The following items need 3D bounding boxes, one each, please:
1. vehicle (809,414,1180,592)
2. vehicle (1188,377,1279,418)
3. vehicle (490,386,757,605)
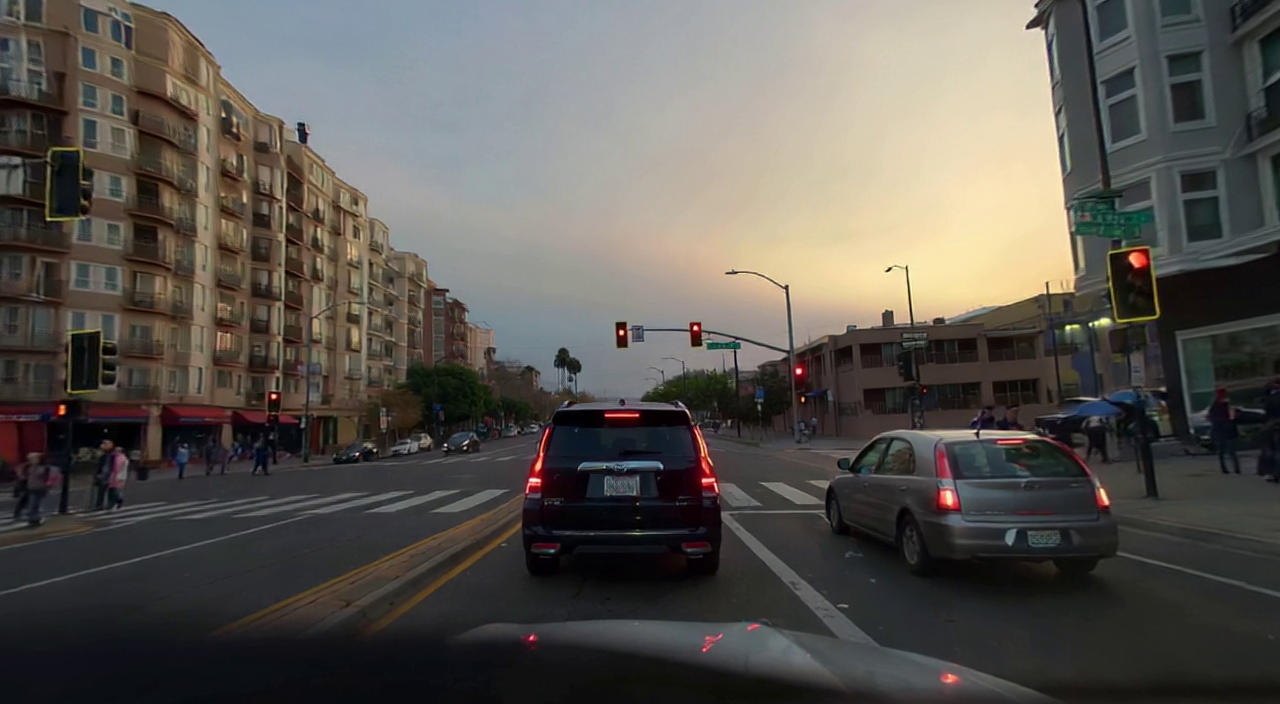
[{"bbox_3d":[3.694,1.650,7.811,1.987,1.538,4.510,0,-8,0],"label":"vehicle"},{"bbox_3d":[26.590,1.972,27.174,4.287,1.639,1.729,0,-8,1],"label":"vehicle"},{"bbox_3d":[-0.130,1.478,7.295,2.168,1.776,4.135,0,-8,0],"label":"vehicle"}]
